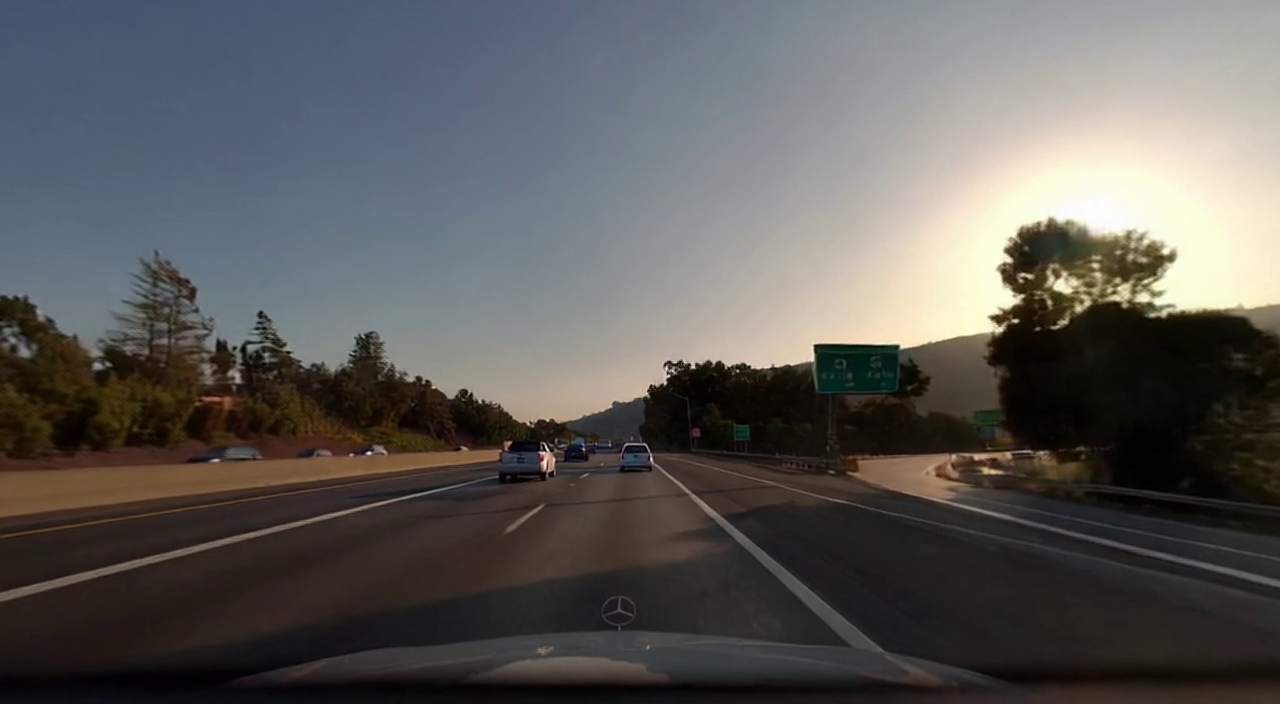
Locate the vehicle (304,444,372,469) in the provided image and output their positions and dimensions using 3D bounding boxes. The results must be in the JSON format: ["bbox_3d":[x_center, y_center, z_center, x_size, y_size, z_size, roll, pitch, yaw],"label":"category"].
[{"bbox_3d":[-21.779,7.565,45.898,2.141,1.690,5.651,0,-8,0],"label":"vehicle"}]

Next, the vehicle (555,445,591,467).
[{"bbox_3d":[-4.779,7.476,45.638,2.084,1.528,4.094,0,-8,0],"label":"vehicle"}]

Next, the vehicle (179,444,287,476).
[{"bbox_3d":[-25.505,6.771,40.035,2.566,1.804,6.487,0,-8,-1],"label":"vehicle"}]

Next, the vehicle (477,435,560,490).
[{"bbox_3d":[-4.165,3.862,22.469,2.044,1.717,4.421,0,-8,0],"label":"vehicle"}]

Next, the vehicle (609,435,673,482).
[{"bbox_3d":[-0.002,4.316,25.960,2.378,1.750,4.355,0,-8,-1],"label":"vehicle"}]

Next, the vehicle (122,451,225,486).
[{"bbox_3d":[-21.246,5.296,28.984,1.776,1.421,3.933,0,-8,-1],"label":"vehicle"}]
